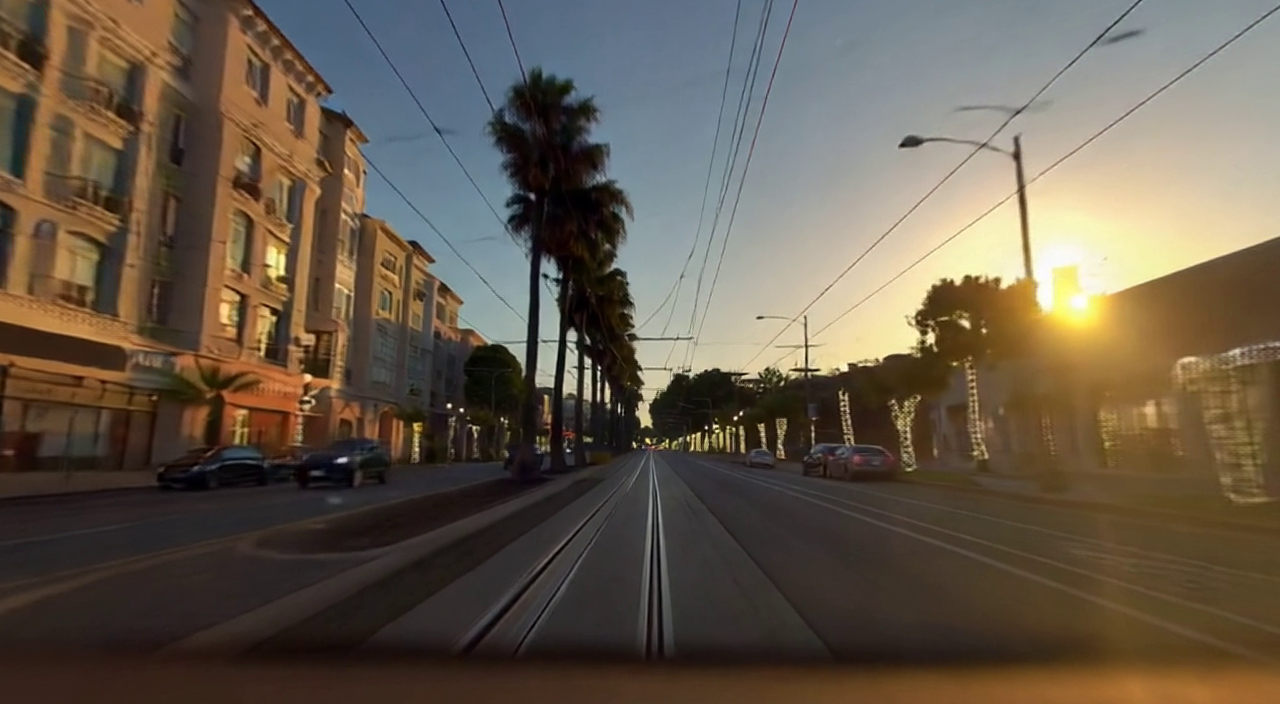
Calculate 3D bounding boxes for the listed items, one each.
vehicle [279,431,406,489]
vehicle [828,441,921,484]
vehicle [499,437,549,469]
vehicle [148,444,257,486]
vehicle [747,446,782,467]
[{"bbox_3d":[-10.647,3.874,23.077,2.096,1.860,4.953,0,-8,2],"label":"vehicle"},{"bbox_3d":[8.883,4.187,24.271,1.816,1.488,4.102,1,-8,-3],"label":"vehicle"},{"bbox_3d":[-7.107,6.208,38.974,2.032,1.824,4.557,0,-8,2],"label":"vehicle"},{"bbox_3d":[-16.355,4.190,23.740,1.819,1.450,3.003,0,-8,2],"label":"vehicle"},{"bbox_3d":[9.105,7.652,46.428,1.733,1.468,4.326,0,-8,0],"label":"vehicle"}]
